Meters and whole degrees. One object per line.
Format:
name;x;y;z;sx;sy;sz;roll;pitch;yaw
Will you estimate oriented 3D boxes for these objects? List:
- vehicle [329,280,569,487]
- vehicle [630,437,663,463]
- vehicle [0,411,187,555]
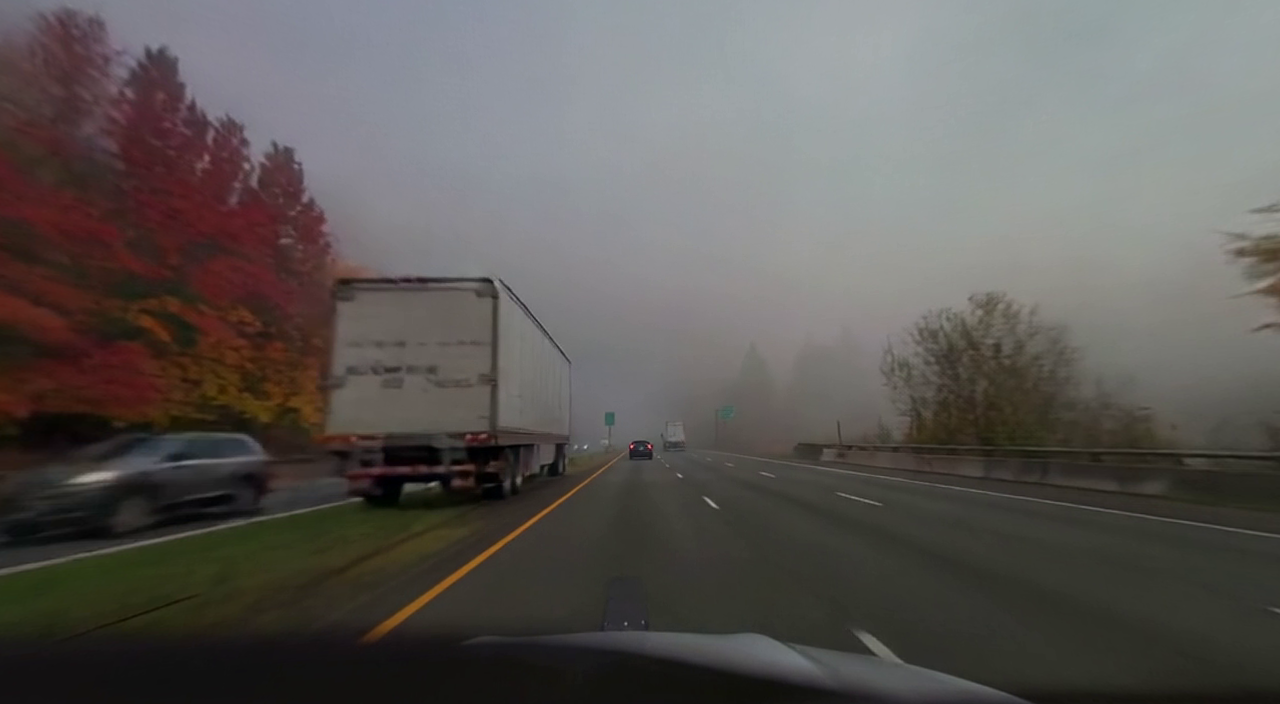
vehicle;-4.207;1.378;17.598;3.120;3.936;11.480;0;-8;0
vehicle;0.395;6.108;39.367;1.924;1.498;3.817;0;-8;0
vehicle;-8.292;1.601;7.902;1.974;1.631;4.232;0;-8;0
